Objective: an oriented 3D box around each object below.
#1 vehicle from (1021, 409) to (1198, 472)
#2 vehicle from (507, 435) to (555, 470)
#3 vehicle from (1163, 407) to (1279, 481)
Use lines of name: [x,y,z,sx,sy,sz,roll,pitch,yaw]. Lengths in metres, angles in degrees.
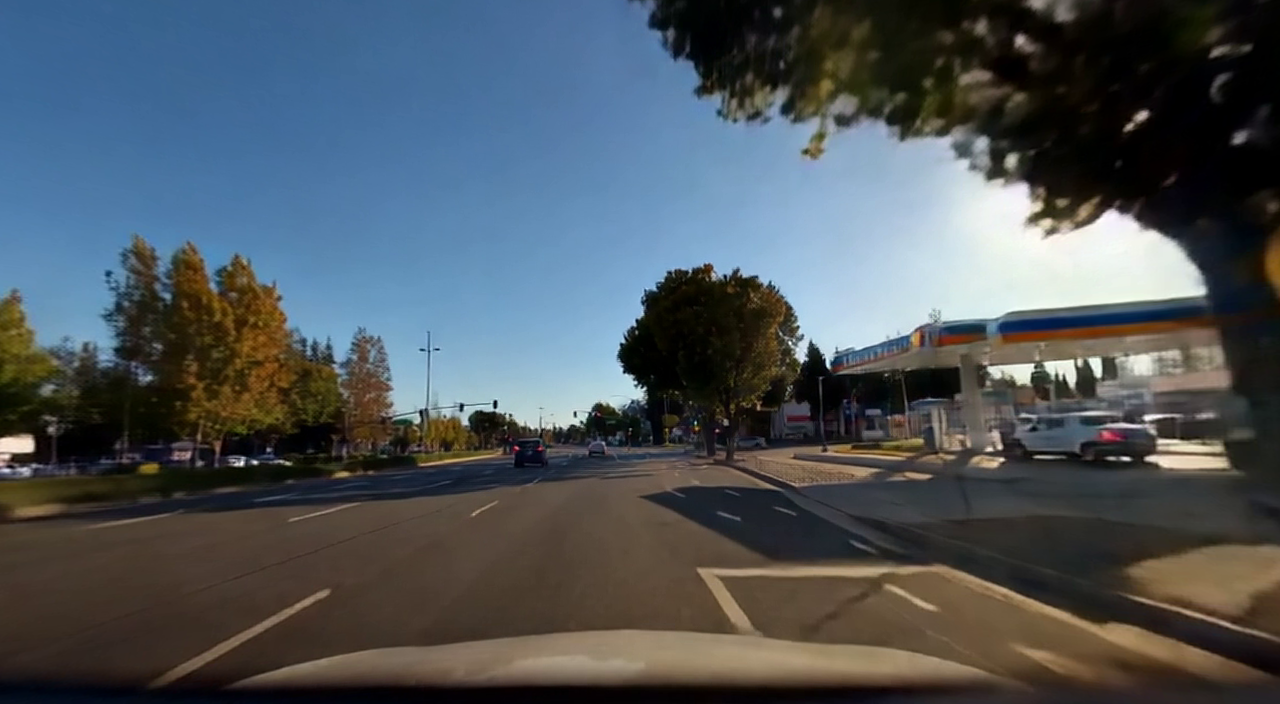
vehicle: [13.496,2.575,18.364,3.562,1.693,1.876,0,-8,1]
vehicle: [-5.828,5.401,34.219,1.985,1.772,4.479,0,-8,-2]
vehicle: [13.228,1.882,13.002,3.453,1.409,1.608,0,-8,0]
